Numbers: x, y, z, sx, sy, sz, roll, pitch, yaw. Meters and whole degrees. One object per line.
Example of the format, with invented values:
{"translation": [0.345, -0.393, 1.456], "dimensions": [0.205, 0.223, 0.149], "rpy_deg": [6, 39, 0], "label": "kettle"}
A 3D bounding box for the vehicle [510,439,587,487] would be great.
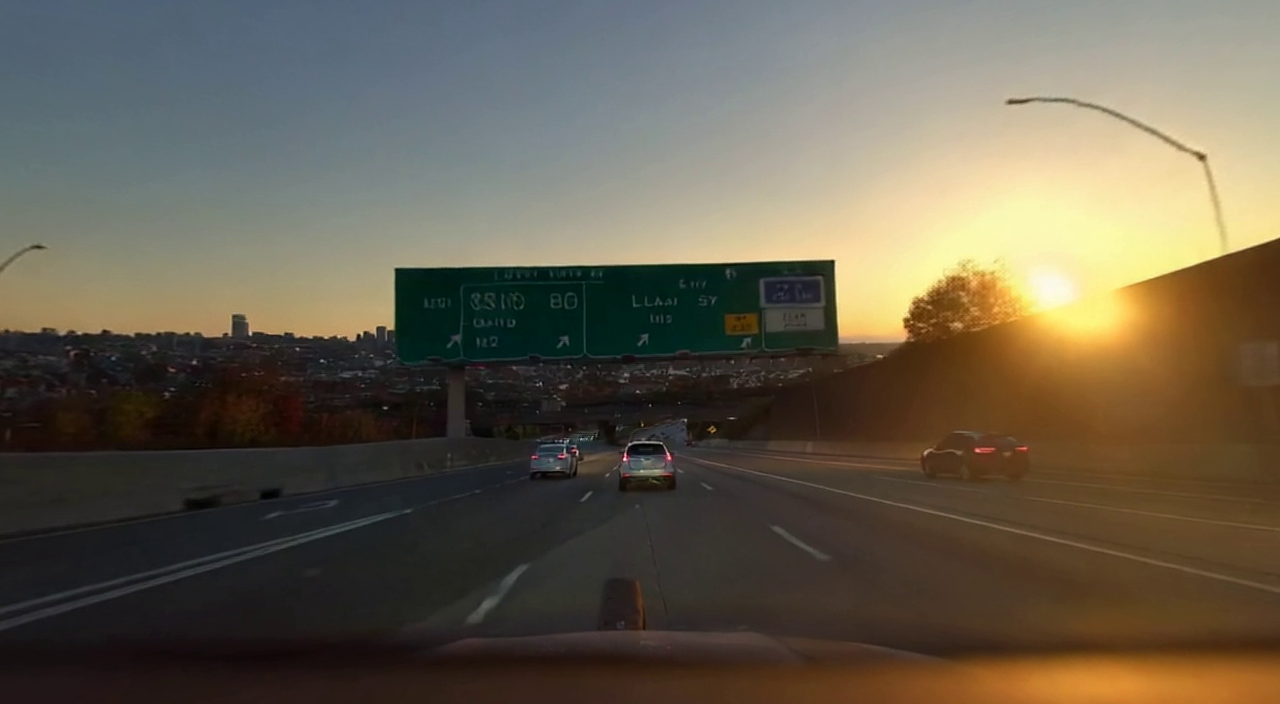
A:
{"translation": [-3.112, 3.882, 22.394], "dimensions": [2.011, 1.510, 4.698], "rpy_deg": [0, -8, 1], "label": "vehicle"}

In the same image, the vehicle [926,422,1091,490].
{"translation": [10.696, 3.064, 18.734], "dimensions": [2.133, 1.770, 4.537], "rpy_deg": [0, -8, 0], "label": "vehicle"}

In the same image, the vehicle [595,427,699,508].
{"translation": [0.134, 2.663, 14.921], "dimensions": [2.099, 1.640, 4.134], "rpy_deg": [0, -8, 0], "label": "vehicle"}
